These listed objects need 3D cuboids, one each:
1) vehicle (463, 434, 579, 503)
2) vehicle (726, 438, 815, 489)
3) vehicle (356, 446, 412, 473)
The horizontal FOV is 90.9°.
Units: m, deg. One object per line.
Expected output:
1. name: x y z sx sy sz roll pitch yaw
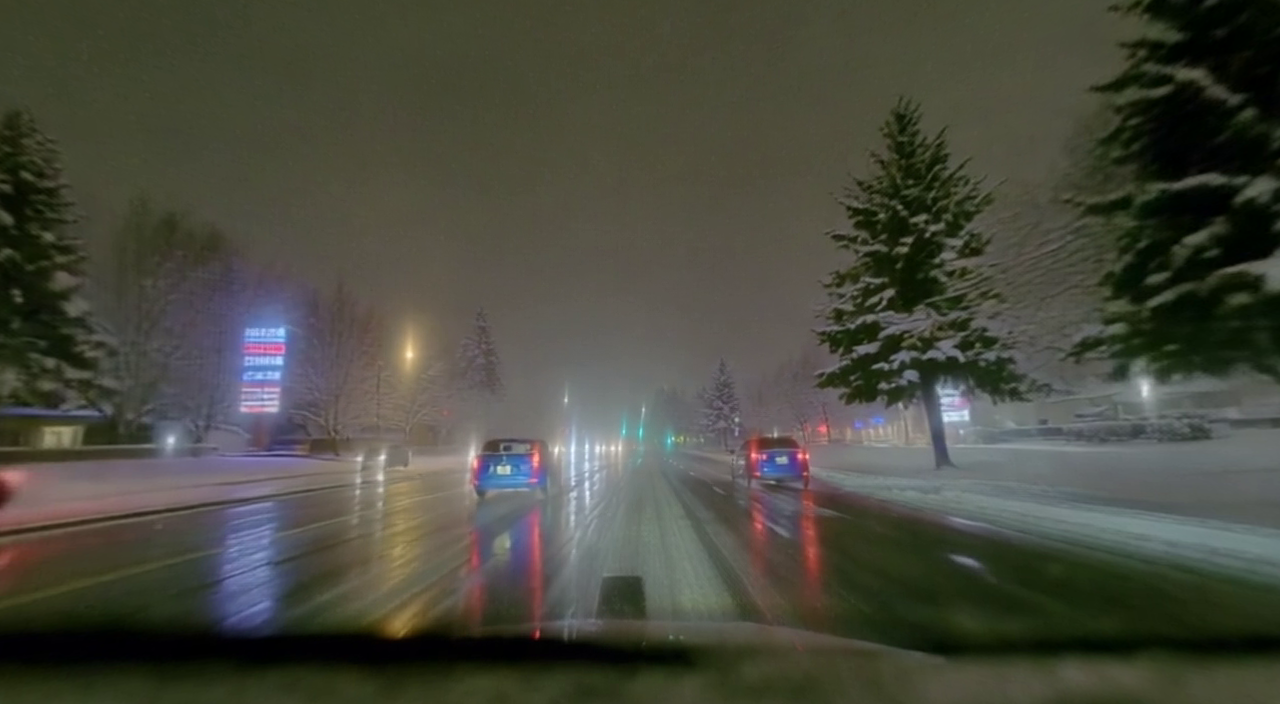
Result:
1. vehicle: -2.839 2.878 16.050 2.001 1.504 4.212 0 -8 2
2. vehicle: 4.170 3.621 20.916 1.977 1.474 4.399 0 -8 -1
3. vehicle: -15.694 6.569 38.848 1.778 1.549 3.914 0 -8 1
